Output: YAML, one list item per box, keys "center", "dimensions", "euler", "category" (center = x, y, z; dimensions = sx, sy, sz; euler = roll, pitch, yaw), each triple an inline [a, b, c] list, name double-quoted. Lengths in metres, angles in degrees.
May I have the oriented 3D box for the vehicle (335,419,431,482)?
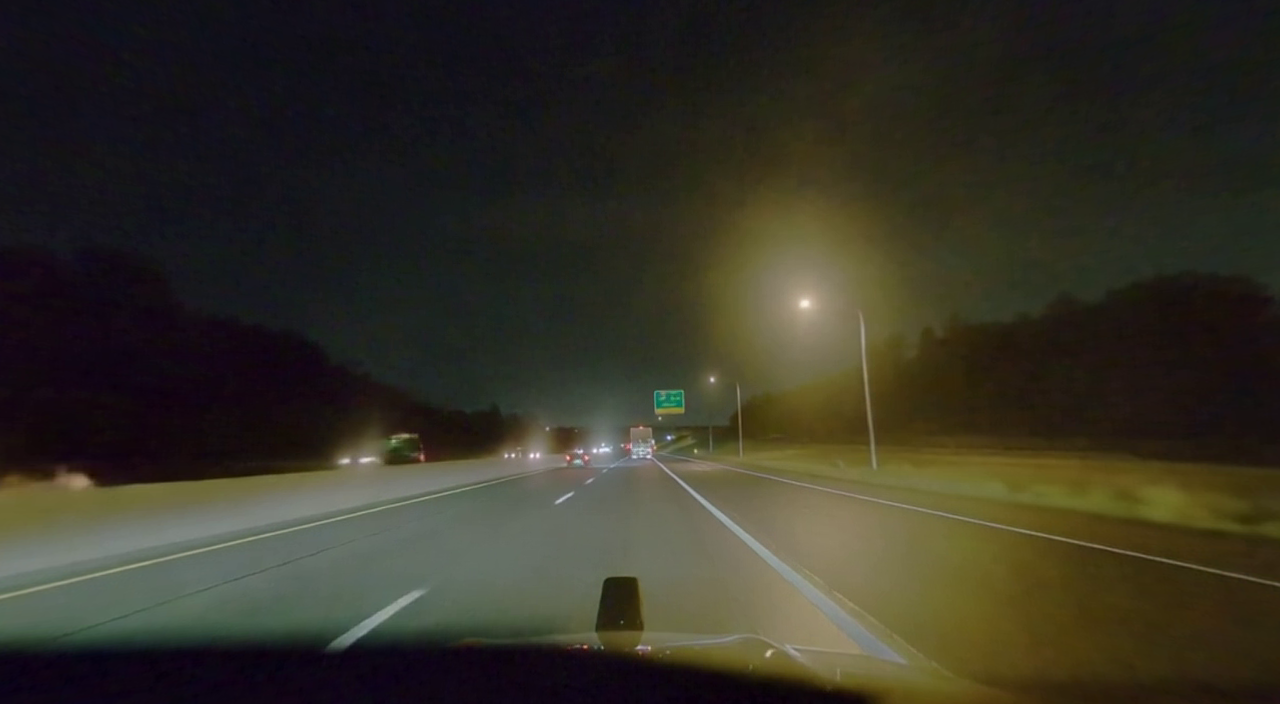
- center: [-14.843, 5.804, 37.130]
  dimensions: [2.647, 3.305, 7.301]
  euler: [0, -9, -1]
  category: "vehicle"

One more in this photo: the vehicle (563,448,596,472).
- center: [-3.991, 7.209, 42.283]
  dimensions: [1.886, 1.465, 4.119]
  euler: [0, -9, 0]
  category: "vehicle"
